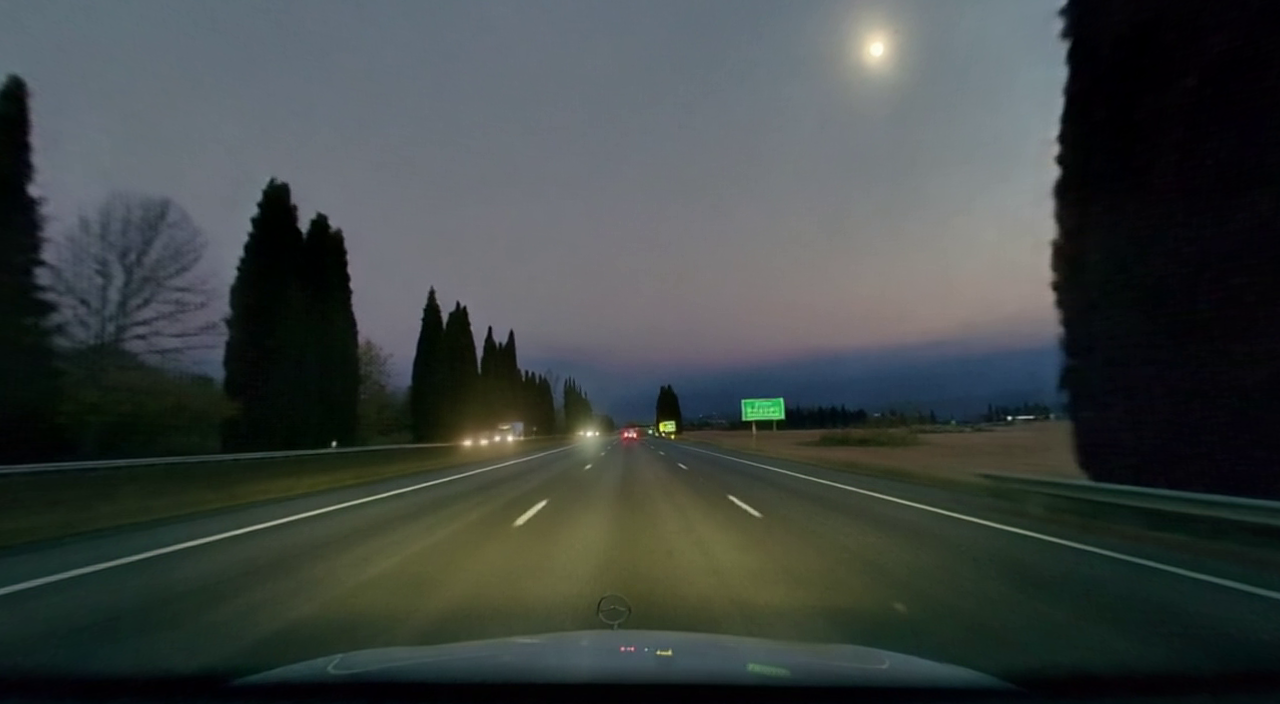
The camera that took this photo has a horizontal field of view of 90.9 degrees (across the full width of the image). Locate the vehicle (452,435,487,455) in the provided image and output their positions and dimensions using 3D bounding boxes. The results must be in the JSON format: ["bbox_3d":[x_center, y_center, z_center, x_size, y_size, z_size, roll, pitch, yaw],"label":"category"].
[{"bbox_3d":[-12.828,6.968,47.477,1.671,1.412,3.718,1,-8,-1],"label":"vehicle"}]
